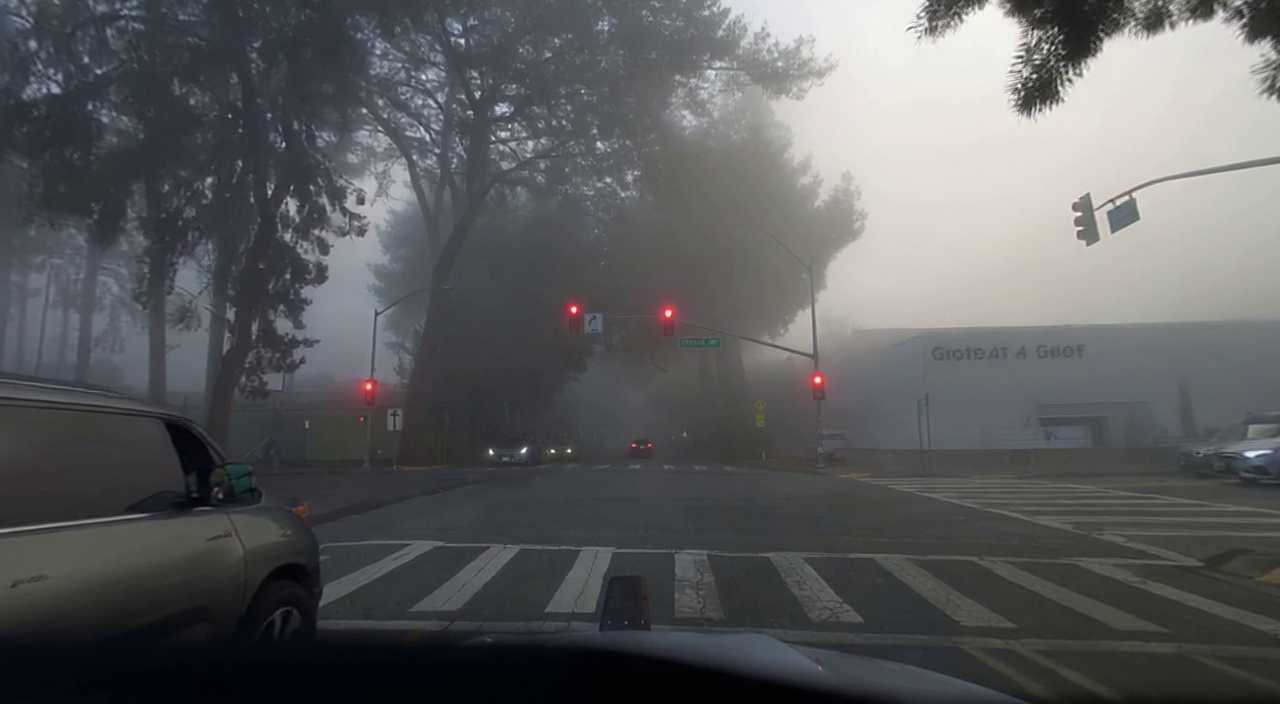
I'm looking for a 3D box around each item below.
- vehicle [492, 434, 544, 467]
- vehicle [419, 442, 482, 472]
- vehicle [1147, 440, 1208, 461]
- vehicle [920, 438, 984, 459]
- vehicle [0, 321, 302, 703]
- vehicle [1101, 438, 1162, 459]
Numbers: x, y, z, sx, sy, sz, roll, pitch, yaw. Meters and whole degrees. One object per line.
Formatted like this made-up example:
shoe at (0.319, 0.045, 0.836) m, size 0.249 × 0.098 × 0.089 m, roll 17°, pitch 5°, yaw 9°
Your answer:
vehicle at (-7.165, 5.854, 37.469) m, size 2.081 × 1.818 × 4.782 m, roll 0°, pitch -8°, yaw 1°
vehicle at (-10.634, 5.913, 35.717) m, size 2.041 × 1.548 × 4.868 m, roll 0°, pitch -8°, yaw 0°
vehicle at (41.165, 7.597, 48.357) m, size 1.767 × 1.456 × 4.191 m, roll -5°, pitch -11°, yaw 15°
vehicle at (21.486, 6.651, 43.385) m, size 3.576 × 1.425 × 1.702 m, roll 2°, pitch -9°, yaw -12°
vehicle at (-3.472, 0.758, 2.273) m, size 2.000 × 1.789 × 4.638 m, roll 0°, pitch -8°, yaw -2°
vehicle at (38.485, 7.554, 49.493) m, size 1.837 × 1.514 × 4.786 m, roll -2°, pitch -9°, yaw 13°
